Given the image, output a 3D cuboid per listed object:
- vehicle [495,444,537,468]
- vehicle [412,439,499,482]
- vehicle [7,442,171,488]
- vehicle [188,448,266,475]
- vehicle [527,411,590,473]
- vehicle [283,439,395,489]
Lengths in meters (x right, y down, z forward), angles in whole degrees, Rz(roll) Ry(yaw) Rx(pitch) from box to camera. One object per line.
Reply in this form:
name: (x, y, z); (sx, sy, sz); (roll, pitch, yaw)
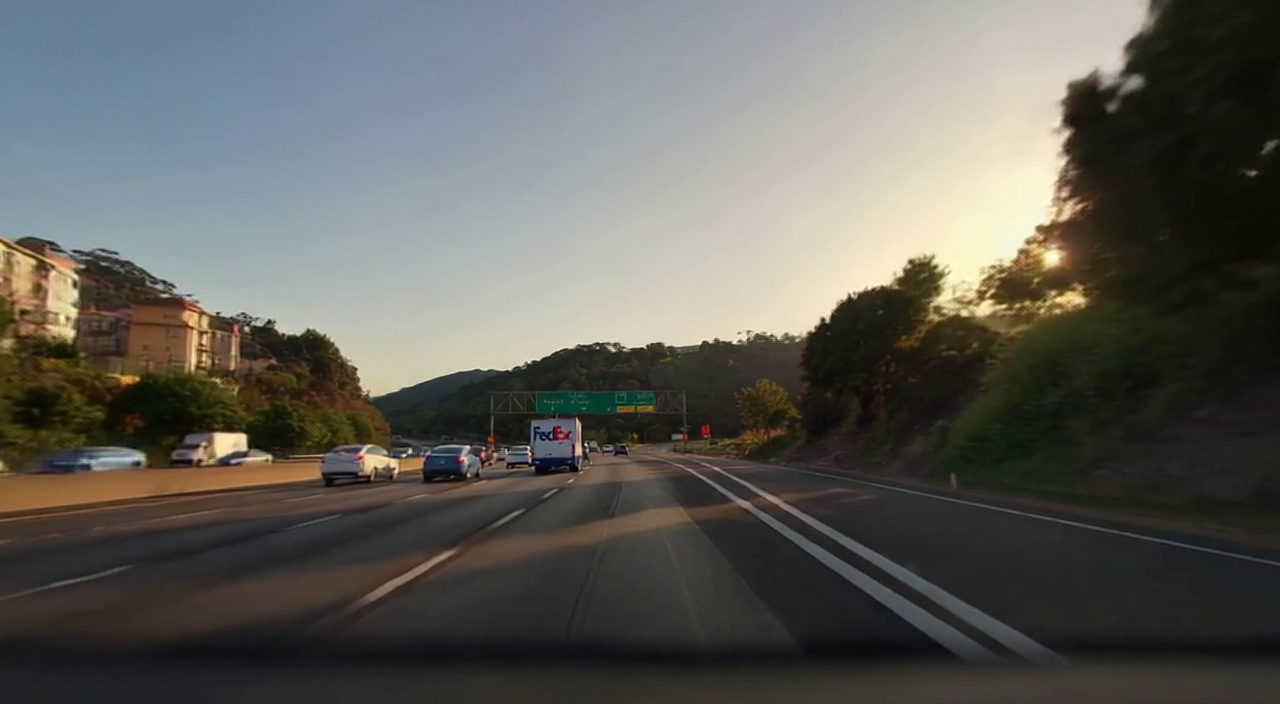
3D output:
vehicle: (-8.794, 7.403, 45.138); (2.143, 1.628, 4.559); (0, -8, -1)
vehicle: (-8.165, 4.849, 28.555); (2.461, 1.767, 4.991); (0, -8, 0)
vehicle: (-20.547, 4.204, 23.872); (2.002, 1.540, 4.662); (0, -8, 0)
vehicle: (-24.926, 6.587, 38.258); (1.817, 1.457, 4.305); (1, -8, -1)
vehicle: (-4.534, 5.237, 36.584); (2.798, 3.212, 7.573); (0, -8, -1)
vehicle: (-11.903, 4.432, 25.359); (2.188, 1.784, 4.724); (0, -8, -1)
